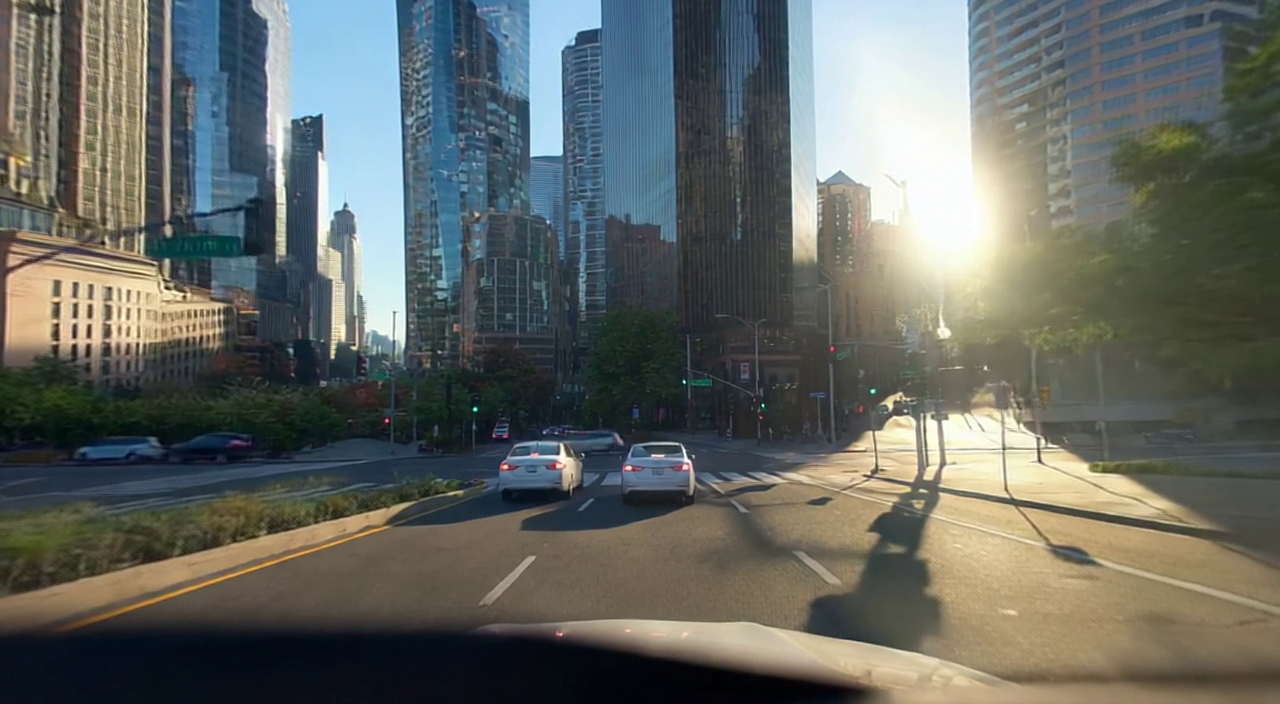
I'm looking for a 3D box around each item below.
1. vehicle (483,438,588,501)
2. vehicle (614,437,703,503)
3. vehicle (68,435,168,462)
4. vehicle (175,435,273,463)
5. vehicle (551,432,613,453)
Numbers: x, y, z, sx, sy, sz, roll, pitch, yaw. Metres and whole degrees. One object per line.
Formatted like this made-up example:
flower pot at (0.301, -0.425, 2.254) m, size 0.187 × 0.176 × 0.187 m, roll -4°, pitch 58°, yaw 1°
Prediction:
vehicle at (-2.683, 3.159, 17.393) m, size 1.995 × 1.479 × 4.627 m, roll 0°, pitch -9°, yaw 1°
vehicle at (0.429, 2.972, 16.306) m, size 2.016 × 1.478 × 3.795 m, roll 0°, pitch -9°, yaw 0°
vehicle at (-34.448, 6.392, 41.864) m, size 4.410 × 1.656 × 2.302 m, roll 2°, pitch -9°, yaw -12°
vehicle at (-26.298, 6.142, 40.111) m, size 4.694 × 1.677 × 1.847 m, roll 2°, pitch -9°, yaw -13°
vehicle at (-4.408, 6.827, 47.763) m, size 4.533 × 1.520 × 1.887 m, roll 1°, pitch -9°, yaw -9°
